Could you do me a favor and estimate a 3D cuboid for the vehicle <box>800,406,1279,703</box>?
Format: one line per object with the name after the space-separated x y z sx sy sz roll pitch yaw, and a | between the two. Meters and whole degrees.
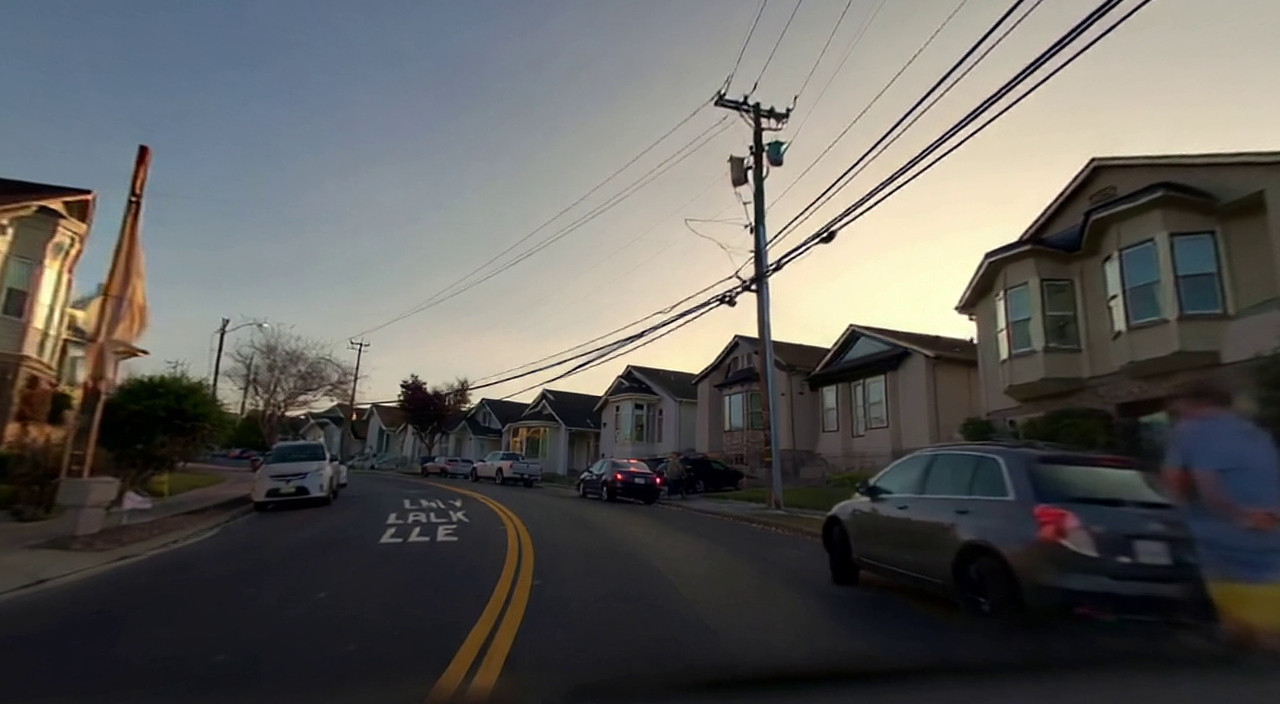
3.327 1.565 6.088 1.994 1.682 4.750 4 -9 -5 | vehicle

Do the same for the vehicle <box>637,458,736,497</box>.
2.138 5.652 28.787 4.163 1.586 2.023 6 -10 -35 | vehicle

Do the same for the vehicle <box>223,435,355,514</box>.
-9.582 3.398 17.833 2.378 1.840 5.389 5 -11 -20 | vehicle

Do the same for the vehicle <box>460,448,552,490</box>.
-7.207 6.147 33.474 2.449 1.869 5.504 12 -14 -36 | vehicle

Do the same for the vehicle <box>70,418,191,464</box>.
-23.696 4.220 29.476 4.064 1.569 1.861 15 -21 -40 | vehicle

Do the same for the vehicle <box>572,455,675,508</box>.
-0.701 4.358 21.725 1.923 1.531 4.568 6 -10 -23 | vehicle
